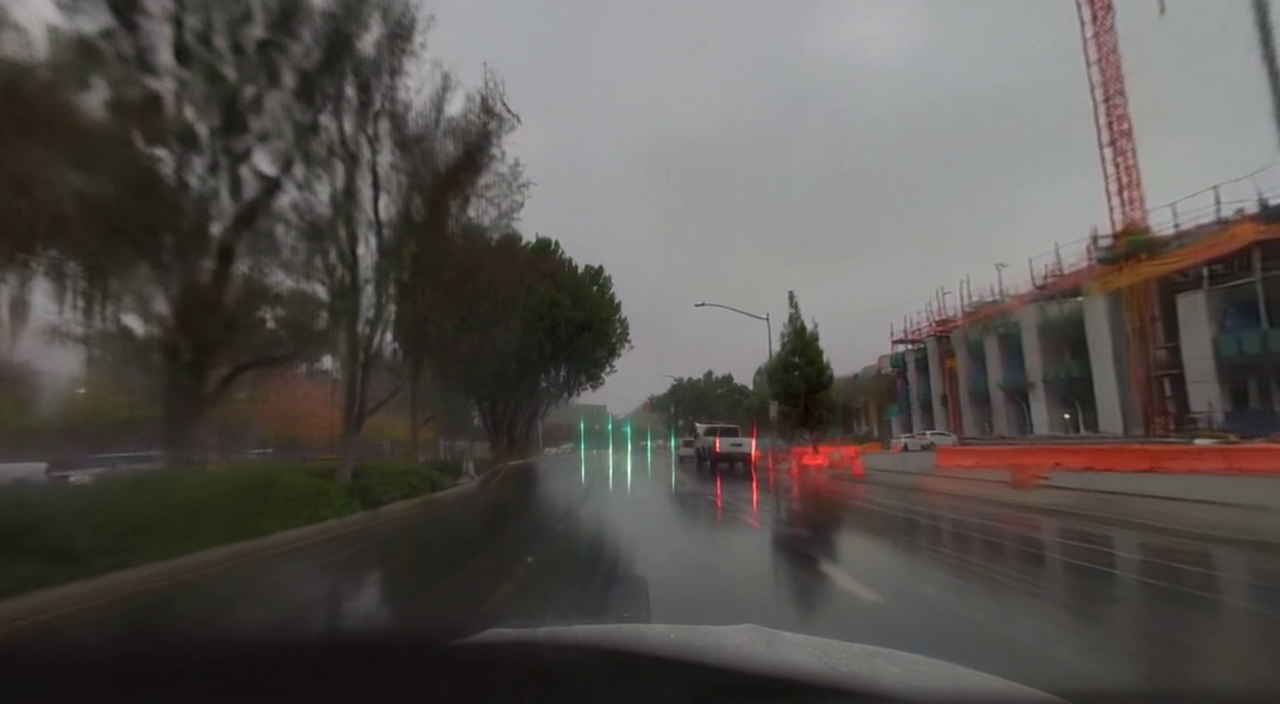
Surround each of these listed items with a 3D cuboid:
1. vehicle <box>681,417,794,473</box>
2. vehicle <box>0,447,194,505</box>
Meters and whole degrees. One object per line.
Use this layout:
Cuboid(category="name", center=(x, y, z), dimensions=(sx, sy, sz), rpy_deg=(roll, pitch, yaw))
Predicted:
Cuboid(category="vehicle", center=(5.565, 5.561, 37.635), dimensions=(3.060, 2.963, 7.552), rpy_deg=(3, -9, -23))
Cuboid(category="vehicle", center=(-22.162, 4.951, 25.913), dimensions=(2.578, 2.030, 6.687), rpy_deg=(-1, -8, 2))
